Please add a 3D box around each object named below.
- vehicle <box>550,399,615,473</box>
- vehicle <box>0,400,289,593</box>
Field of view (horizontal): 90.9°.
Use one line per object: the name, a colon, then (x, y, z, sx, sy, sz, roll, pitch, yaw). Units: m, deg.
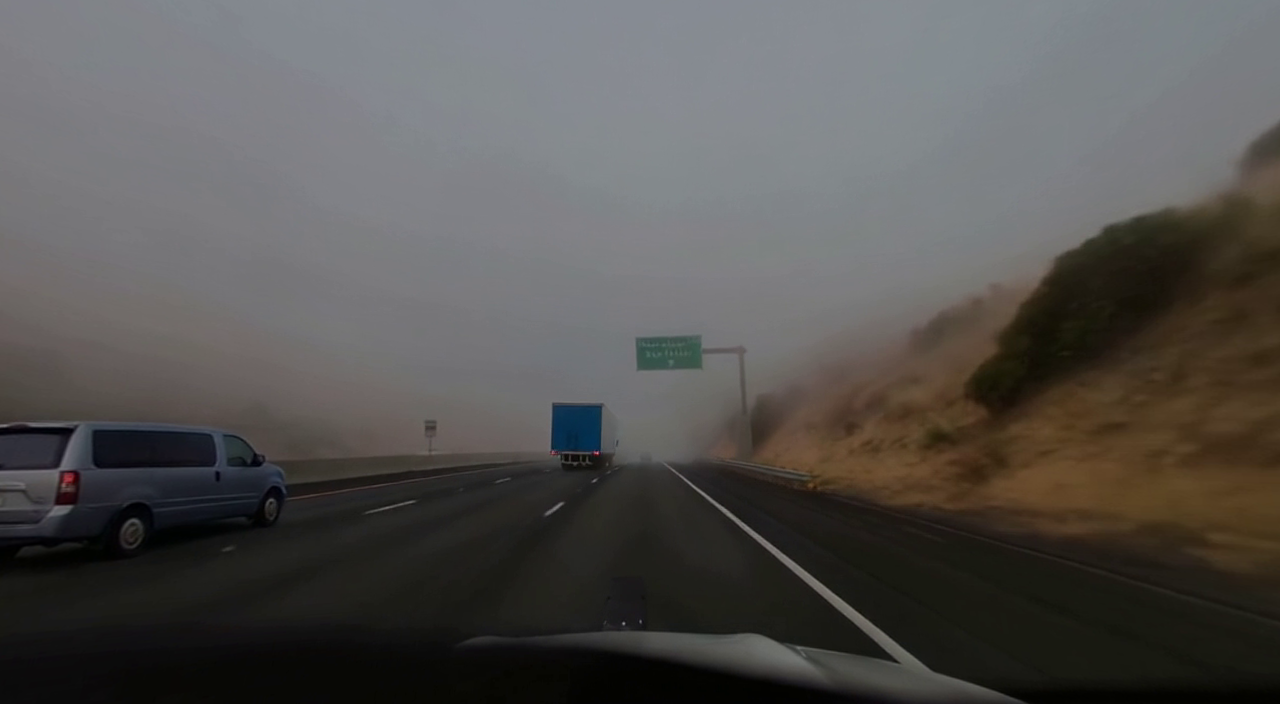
vehicle: (-3.474, 5.745, 42.664, 2.893, 4.073, 15.281, 0, -8, 0)
vehicle: (-7.327, 1.746, 8.483, 2.175, 1.860, 5.236, 0, -8, 0)
